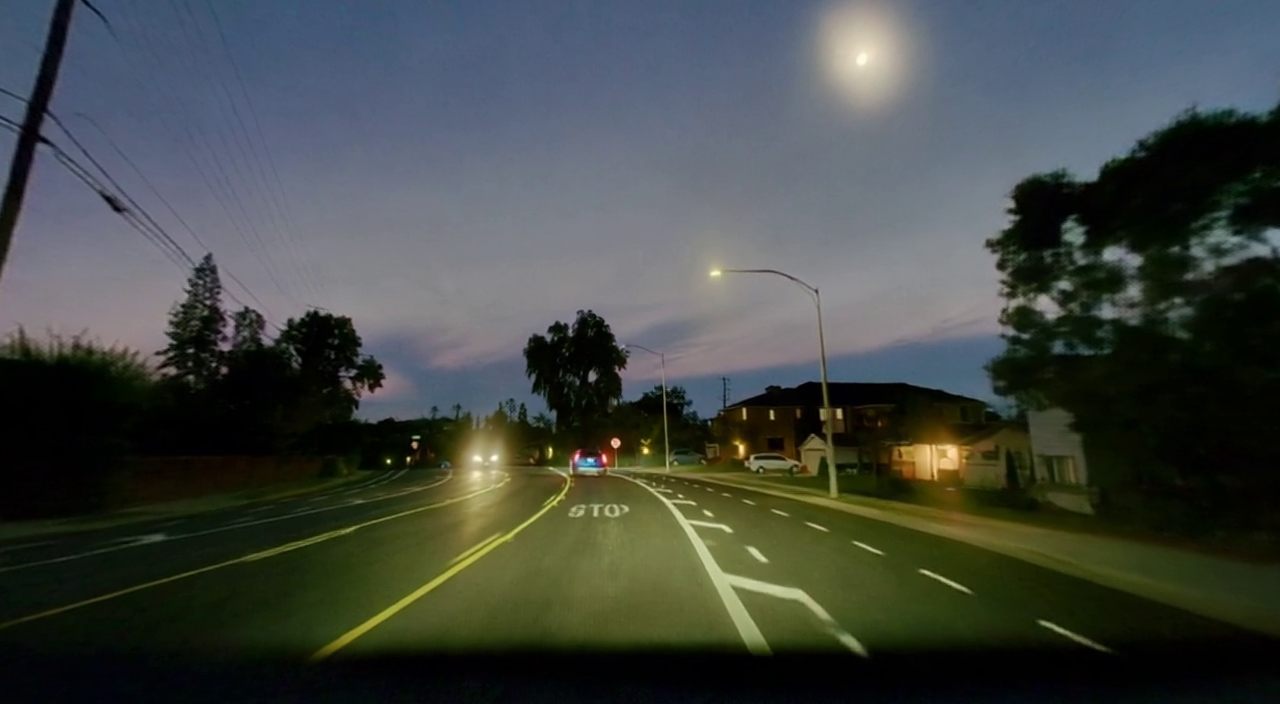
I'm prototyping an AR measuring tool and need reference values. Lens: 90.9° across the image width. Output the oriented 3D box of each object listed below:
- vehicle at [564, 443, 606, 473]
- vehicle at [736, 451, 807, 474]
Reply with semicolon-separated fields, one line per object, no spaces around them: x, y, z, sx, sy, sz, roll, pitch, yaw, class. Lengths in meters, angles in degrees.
-3.816;7.166;42.909;2.284;1.741;4.702;4;-8;-10;vehicle
9.184;7.716;44.158;4.383;1.508;1.884;1;-8;-10;vehicle
